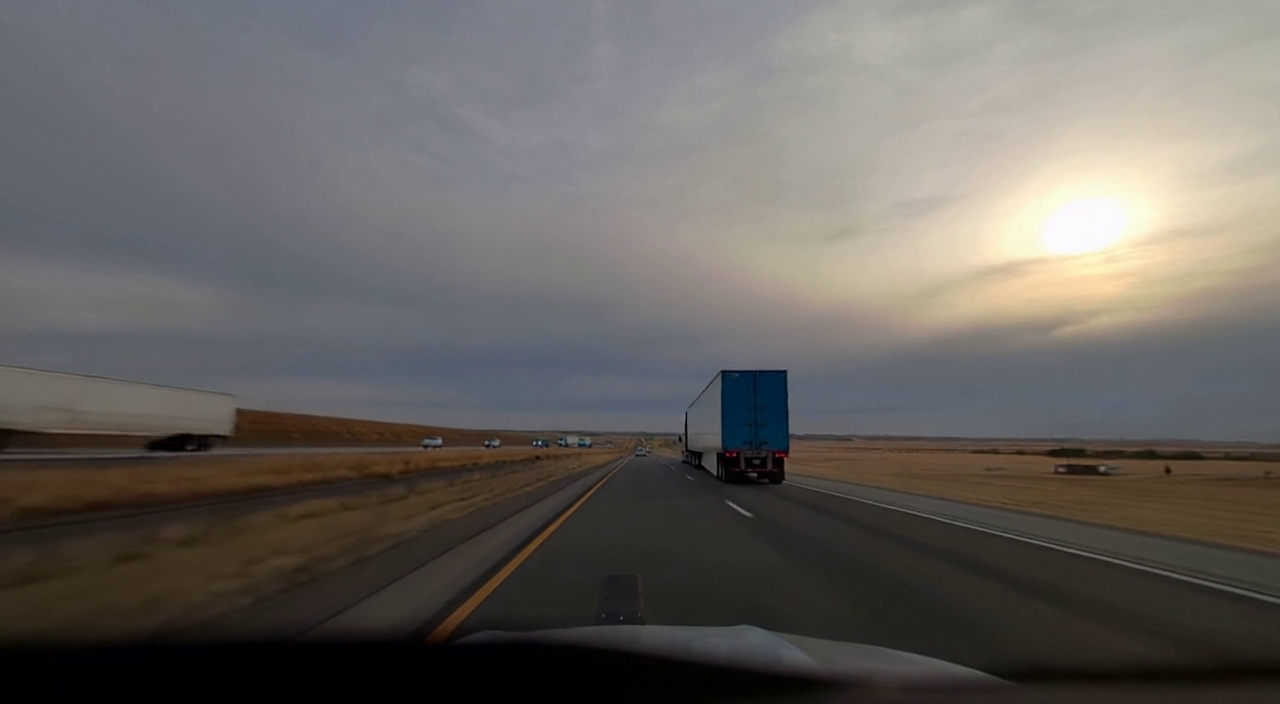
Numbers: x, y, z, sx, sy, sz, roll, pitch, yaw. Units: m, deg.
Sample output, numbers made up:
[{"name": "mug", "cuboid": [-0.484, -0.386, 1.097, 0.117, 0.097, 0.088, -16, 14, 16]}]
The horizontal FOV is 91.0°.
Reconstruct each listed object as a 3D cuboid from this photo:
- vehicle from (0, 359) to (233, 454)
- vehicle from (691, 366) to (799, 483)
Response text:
[{"name": "vehicle", "cuboid": [-29.321, 3.501, 34.676, 2.885, 4.071, 16.500, 0, -9, 0]}, {"name": "vehicle", "cuboid": [4.285, 3.568, 29.065, 2.818, 4.206, 12.987, 0, -9, 0]}]
